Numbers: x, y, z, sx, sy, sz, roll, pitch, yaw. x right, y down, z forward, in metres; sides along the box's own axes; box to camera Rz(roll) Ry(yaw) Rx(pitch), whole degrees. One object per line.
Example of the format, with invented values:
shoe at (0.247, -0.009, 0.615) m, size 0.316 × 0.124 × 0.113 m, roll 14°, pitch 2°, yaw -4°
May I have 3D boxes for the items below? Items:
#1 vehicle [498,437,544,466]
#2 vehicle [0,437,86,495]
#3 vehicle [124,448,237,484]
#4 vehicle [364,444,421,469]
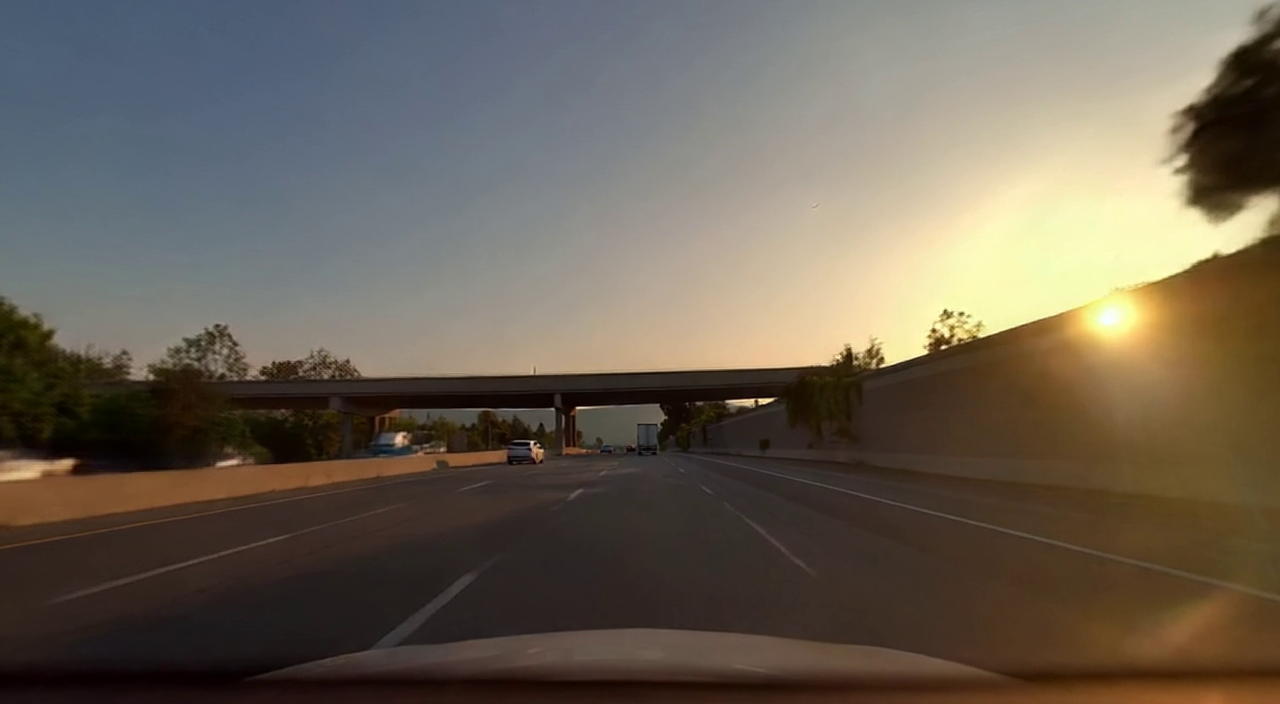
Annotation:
vehicle at (-7.255, 6.114, 38.879) m, size 1.981 × 1.685 × 4.171 m, roll 0°, pitch -8°, yaw 1°
vehicle at (-27.828, 4.985, 28.021) m, size 2.482 × 2.376 × 4.101 m, roll 0°, pitch -8°, yaw 1°
vehicle at (-23.742, 5.879, 32.903) m, size 2.050 × 1.656 × 5.131 m, roll 0°, pitch -8°, yaw -1°
vehicle at (-16.276, 6.841, 41.680) m, size 1.892 × 1.523 × 4.514 m, roll 0°, pitch -8°, yaw 1°
